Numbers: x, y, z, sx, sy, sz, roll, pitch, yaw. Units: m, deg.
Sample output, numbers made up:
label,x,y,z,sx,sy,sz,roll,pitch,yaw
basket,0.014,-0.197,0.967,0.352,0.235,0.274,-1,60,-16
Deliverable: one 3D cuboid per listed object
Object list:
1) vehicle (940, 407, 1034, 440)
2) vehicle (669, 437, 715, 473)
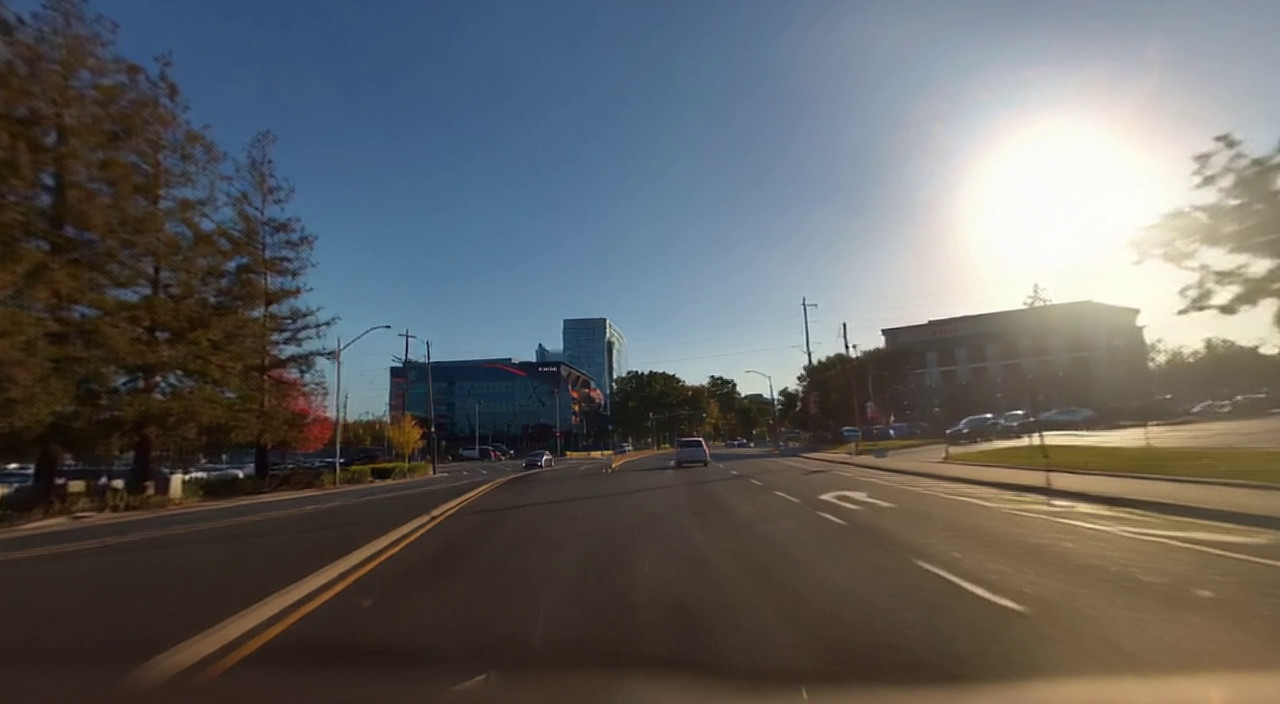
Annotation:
label,x,y,z,sx,sy,sz,roll,pitch,yaw
vehicle,20.965,4.367,38.358,4.359,1.849,2.152,-1,-9,4
vehicle,2.602,5.206,32.098,2.181,1.639,4.127,-1,-9,4
